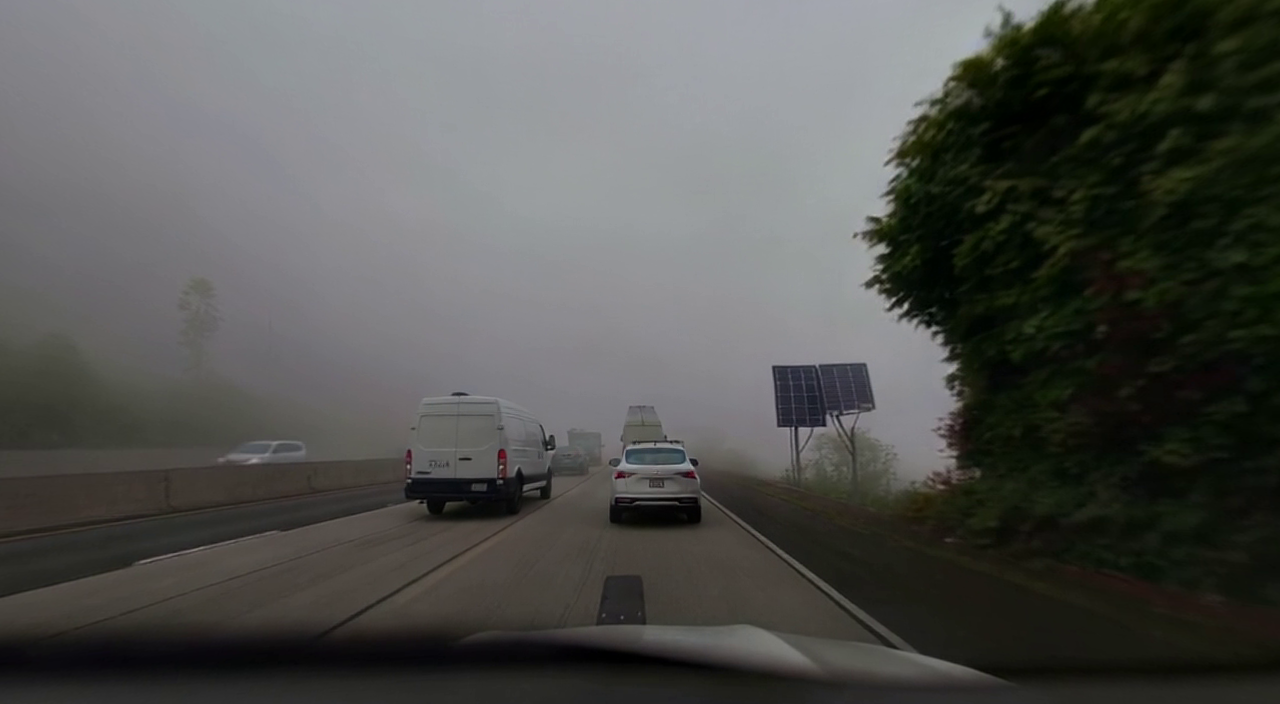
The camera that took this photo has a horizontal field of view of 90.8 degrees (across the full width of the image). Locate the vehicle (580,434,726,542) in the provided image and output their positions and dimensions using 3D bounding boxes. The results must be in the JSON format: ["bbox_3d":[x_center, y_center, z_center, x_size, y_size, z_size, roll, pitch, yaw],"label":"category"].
[{"bbox_3d":[0.173,2.194,10.732,2.063,1.507,3.488,0,-9,0],"label":"vehicle"}]

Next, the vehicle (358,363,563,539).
[{"bbox_3d":[-3.231,2.064,13.384,2.289,2.757,6.726,0,-9,1],"label":"vehicle"}]

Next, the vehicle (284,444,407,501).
[{"bbox_3d":[-8.477,3.476,18.527,1.876,1.482,3.539,0,-9,0],"label":"vehicle"}]

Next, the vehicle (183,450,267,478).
[{"bbox_3d":[-22.987,6.219,35.154,1.790,1.438,4.160,0,-9,1],"label":"vehicle"}]
